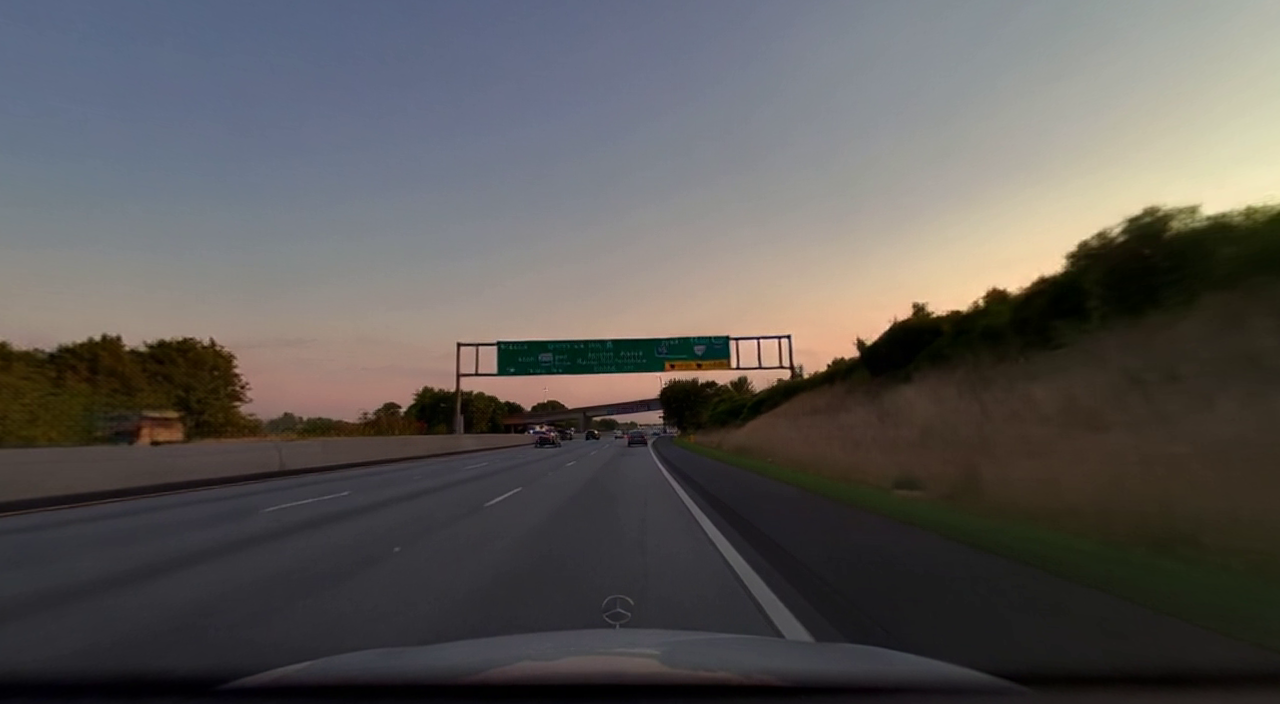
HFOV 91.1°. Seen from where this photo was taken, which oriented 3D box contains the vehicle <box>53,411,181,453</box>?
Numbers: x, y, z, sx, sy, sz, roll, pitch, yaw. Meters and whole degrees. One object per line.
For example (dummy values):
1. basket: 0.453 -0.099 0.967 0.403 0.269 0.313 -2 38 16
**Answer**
1. vehicle: -20.441 3.173 24.802 1.694 1.520 3.886 0 -8 0
